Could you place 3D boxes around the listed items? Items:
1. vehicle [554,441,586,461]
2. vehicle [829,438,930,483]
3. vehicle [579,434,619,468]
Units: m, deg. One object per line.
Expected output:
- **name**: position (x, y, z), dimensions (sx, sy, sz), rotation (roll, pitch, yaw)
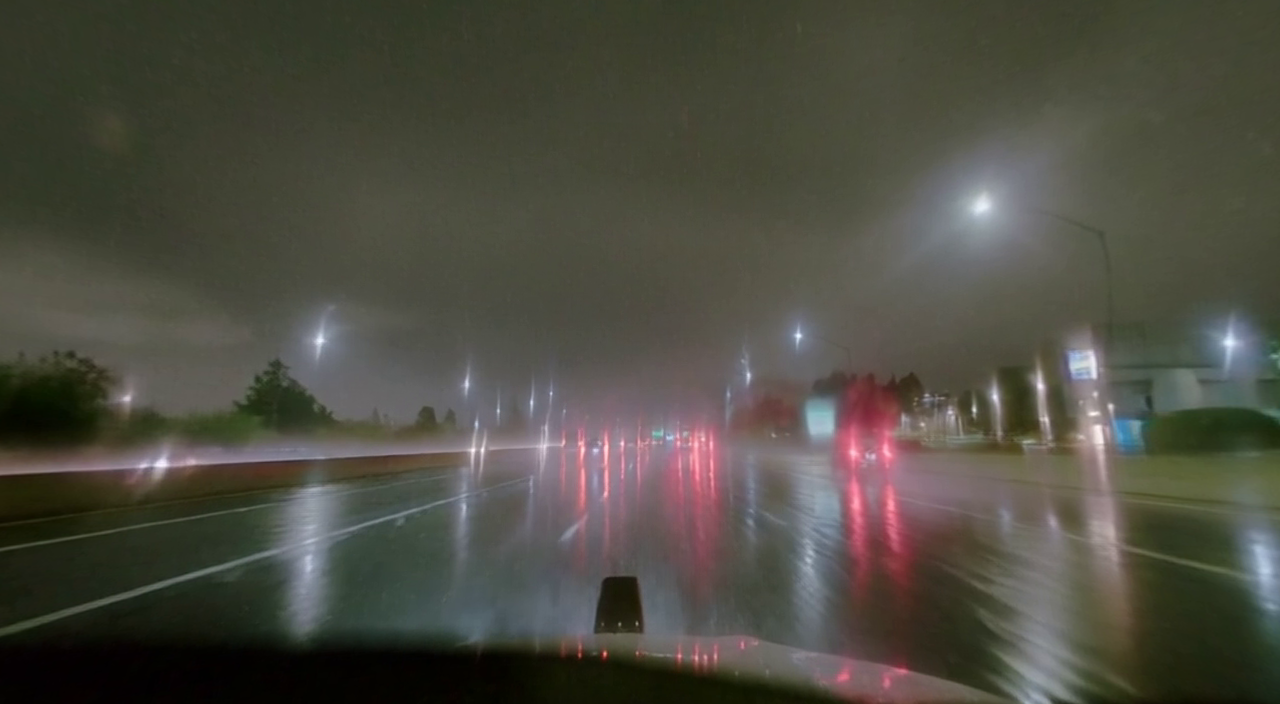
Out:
- **vehicle**: position (-5.470, 7.823, 49.983), dimensions (2.009, 1.462, 4.458), rotation (0, -8, 1)
- **vehicle**: position (8.408, 3.847, 22.634), dimensions (1.900, 1.432, 4.519), rotation (0, -8, 1)
- **vehicle**: position (-2.291, 5.676, 36.394), dimensions (1.893, 1.827, 4.513), rotation (0, -8, 1)
